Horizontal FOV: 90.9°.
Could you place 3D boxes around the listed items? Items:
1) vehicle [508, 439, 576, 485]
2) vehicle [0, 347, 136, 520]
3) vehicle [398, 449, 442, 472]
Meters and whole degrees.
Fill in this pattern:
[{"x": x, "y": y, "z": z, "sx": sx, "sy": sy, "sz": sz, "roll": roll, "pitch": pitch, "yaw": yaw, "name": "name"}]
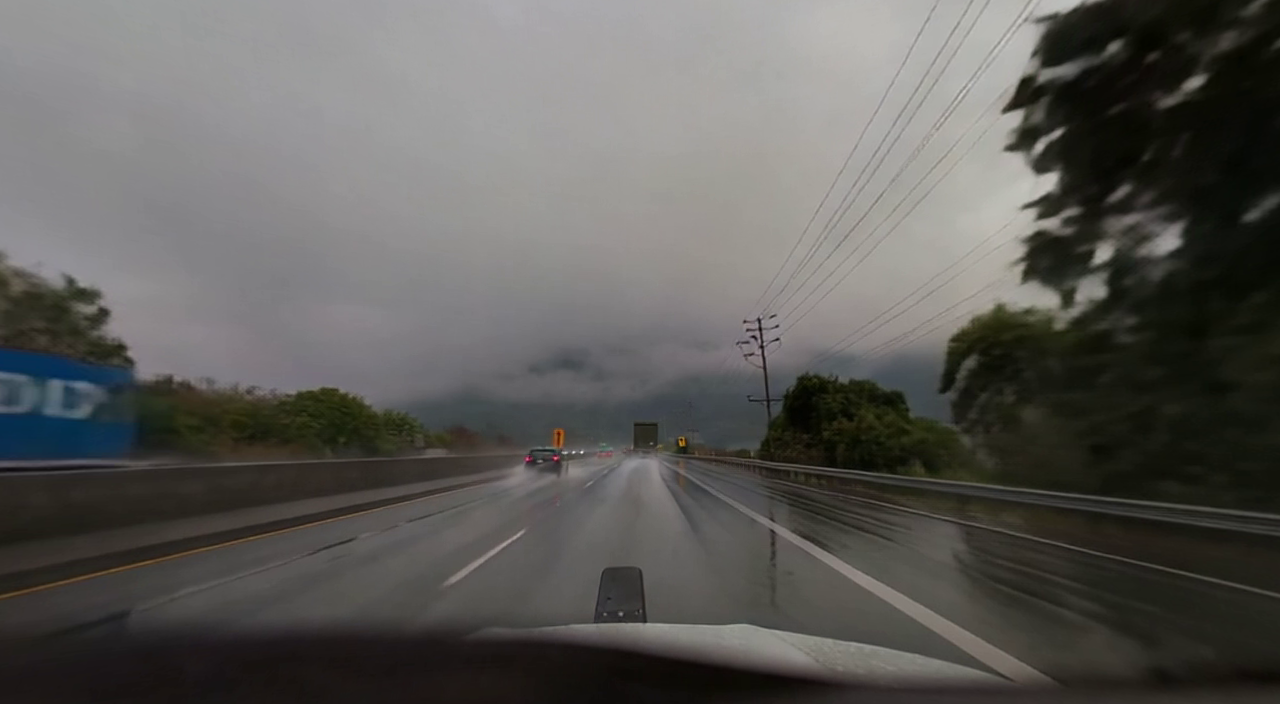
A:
[{"x": -3.933, "y": 4.507, "z": 26.049, "sx": 2.111, "sy": 1.735, "sz": 4.066, "roll": 0, "pitch": -9, "yaw": 0, "name": "vehicle"}, {"x": -16.674, "y": 1.192, "z": 10.051, "sx": 3.467, "sy": 3.980, "sz": 16.803, "roll": 0, "pitch": -9, "yaw": 0, "name": "vehicle"}, {"x": -15.932, "y": 7.884, "z": 45.844, "sx": 1.827, "sy": 1.579, "sz": 3.858, "roll": 0, "pitch": -9, "yaw": -1, "name": "vehicle"}]
